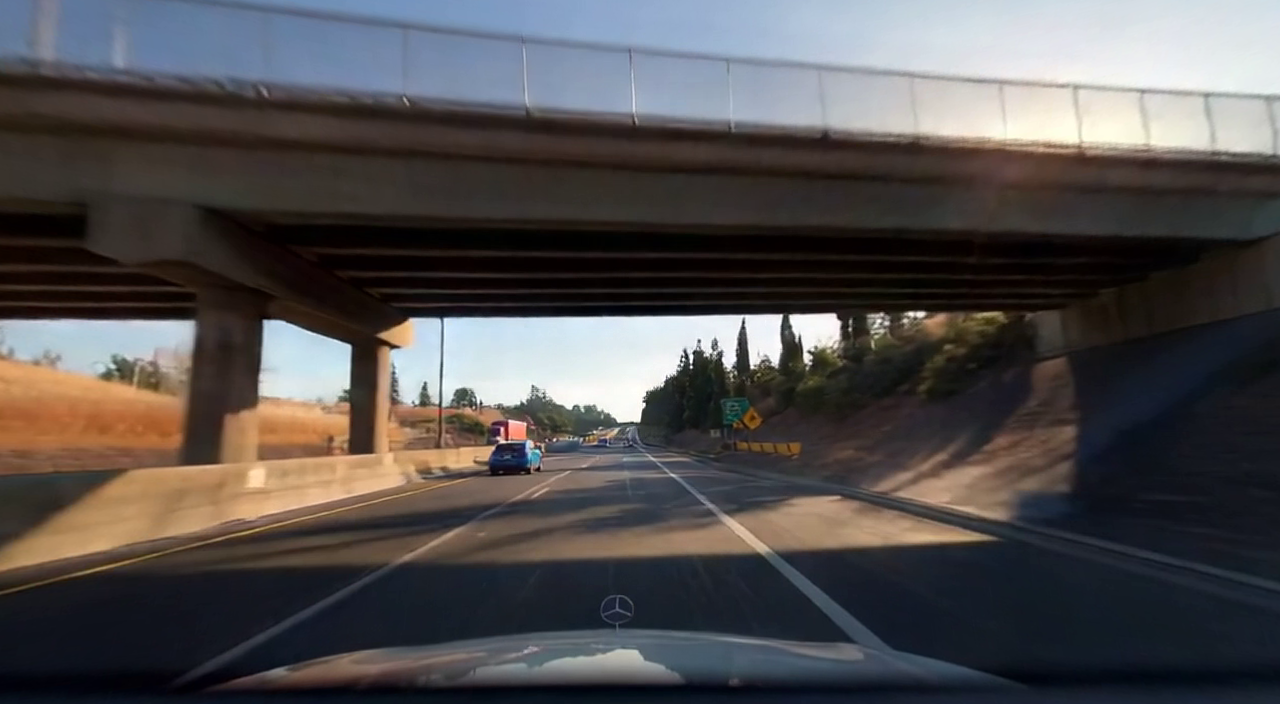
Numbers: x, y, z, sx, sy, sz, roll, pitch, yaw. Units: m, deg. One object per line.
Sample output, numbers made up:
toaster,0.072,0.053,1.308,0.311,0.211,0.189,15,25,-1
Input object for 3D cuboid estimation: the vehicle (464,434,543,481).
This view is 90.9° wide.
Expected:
vehicle,-4.751,3.701,22.459,1.965,1.513,3.774,0,-8,0
